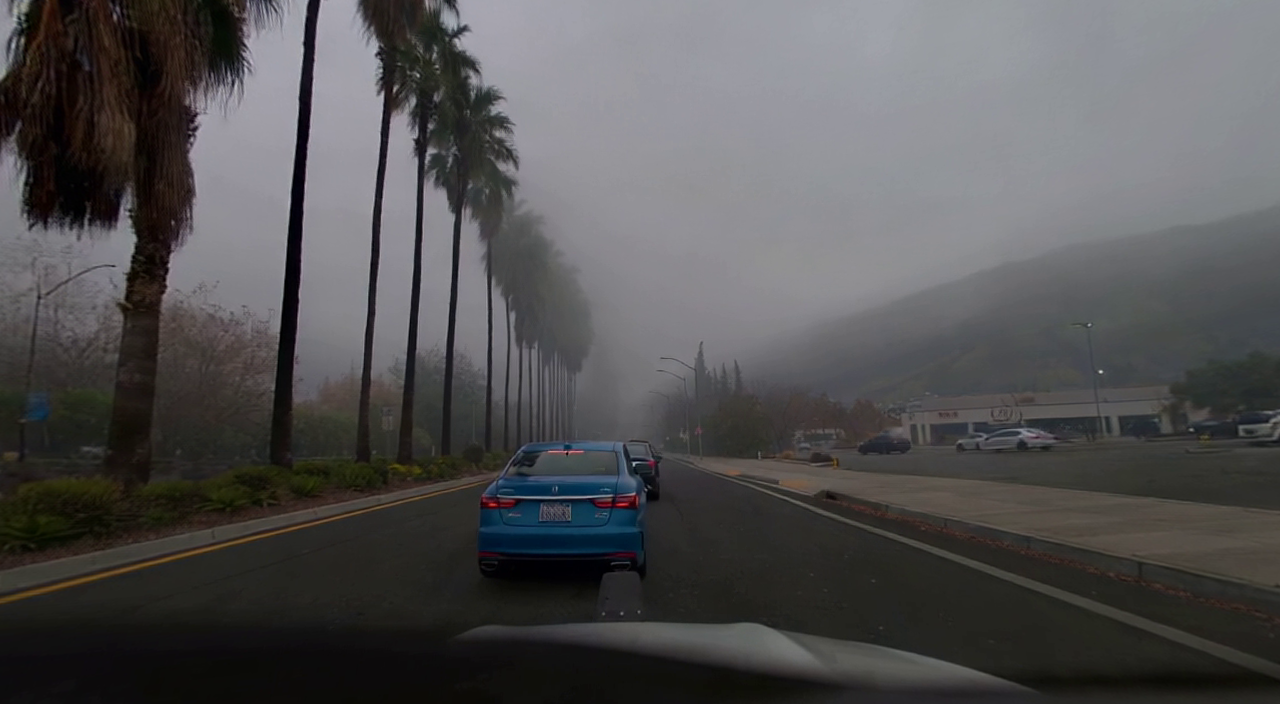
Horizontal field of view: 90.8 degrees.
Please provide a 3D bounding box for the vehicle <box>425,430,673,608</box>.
[{"bbox_3d":[-0.829,1.686,7.307,2.067,1.459,3.886,0,-8,-2],"label":"vehicle"}]

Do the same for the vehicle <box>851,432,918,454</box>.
[{"bbox_3d":[19.208,7.198,49.801,1.925,1.652,4.490,6,-10,-34],"label":"vehicle"}]

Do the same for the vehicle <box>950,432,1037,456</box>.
[{"bbox_3d":[23.677,6.187,42.389,4.640,1.526,1.961,0,-8,-4],"label":"vehicle"}]
